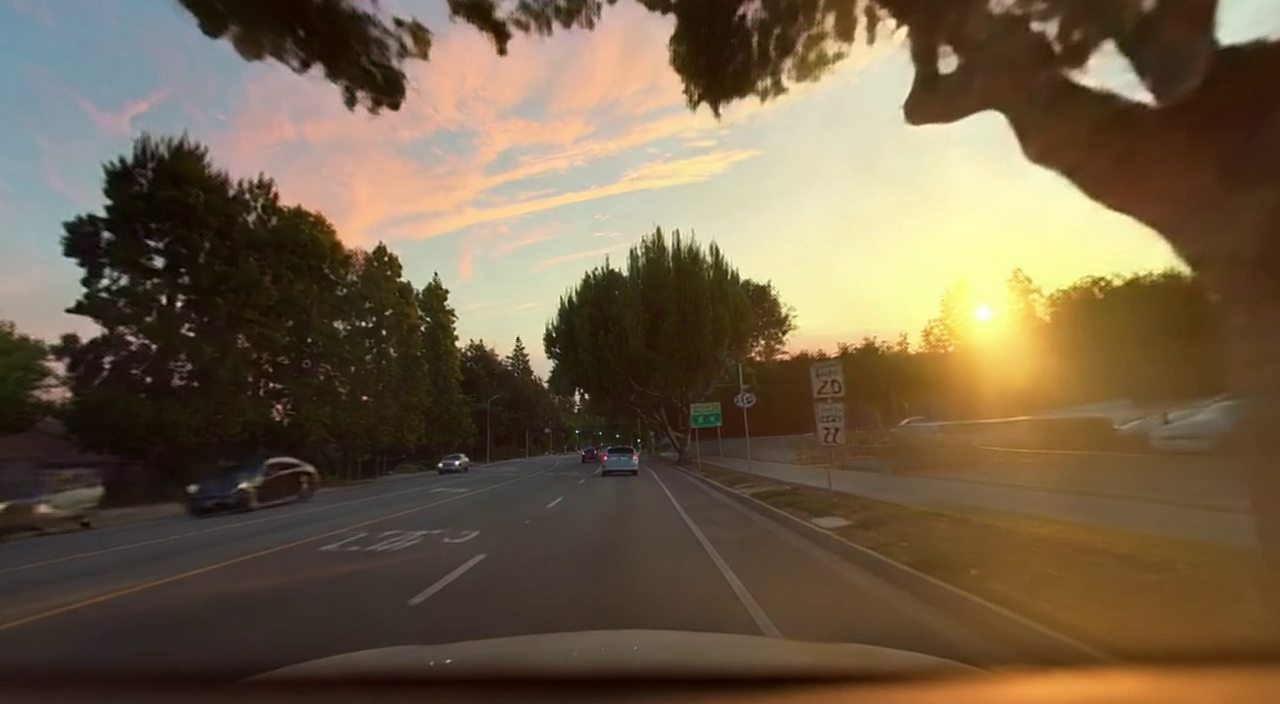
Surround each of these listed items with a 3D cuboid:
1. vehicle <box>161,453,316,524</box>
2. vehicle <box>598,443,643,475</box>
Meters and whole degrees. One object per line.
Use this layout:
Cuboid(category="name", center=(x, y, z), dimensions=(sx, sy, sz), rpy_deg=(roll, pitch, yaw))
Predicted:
Cuboid(category="vehicle", center=(-12.047, 4.057, 19.401), dimensions=(1.954, 1.680, 4.530), rpy_deg=(-5, -8, -2))
Cuboid(category="vehicle", center=(-0.926, 5.339, 31.775), dimensions=(2.111, 1.466, 4.223), rpy_deg=(0, -9, 0))
